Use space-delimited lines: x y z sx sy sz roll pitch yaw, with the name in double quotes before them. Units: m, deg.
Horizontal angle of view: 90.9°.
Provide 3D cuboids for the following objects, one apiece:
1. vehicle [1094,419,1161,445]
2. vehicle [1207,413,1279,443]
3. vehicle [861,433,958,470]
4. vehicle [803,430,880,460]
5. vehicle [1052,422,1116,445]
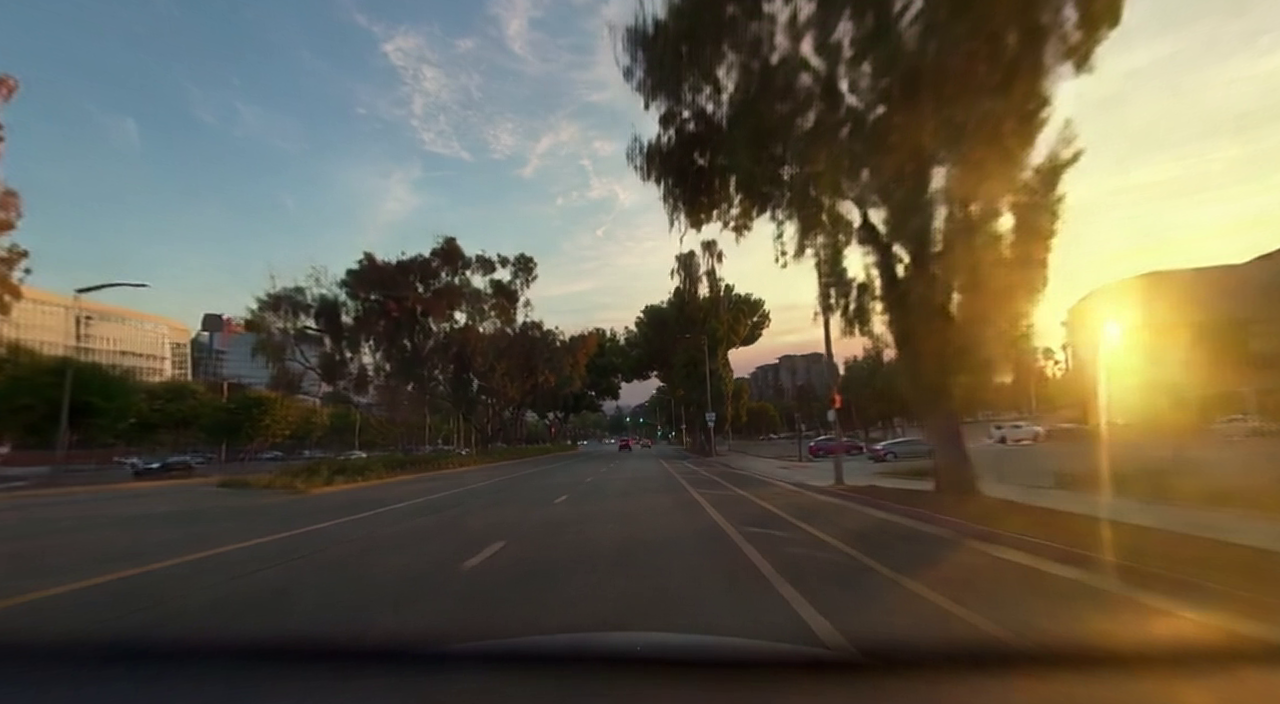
"vehicle" 34.836 5.730 45.051 4.388 1.793 1.961 4 -9 -27
"vehicle" 37.992 4.834 39.557 4.699 1.764 2.200 5 -10 -32
"vehicle" 14.763 5.445 34.671 4.388 1.446 1.808 -6 -7 1
"vehicle" 14.303 6.629 44.998 4.702 1.853 2.069 -4 -8 2
"vehicle" 33.541 6.188 47.582 4.287 1.622 2.088 4 -9 -28
